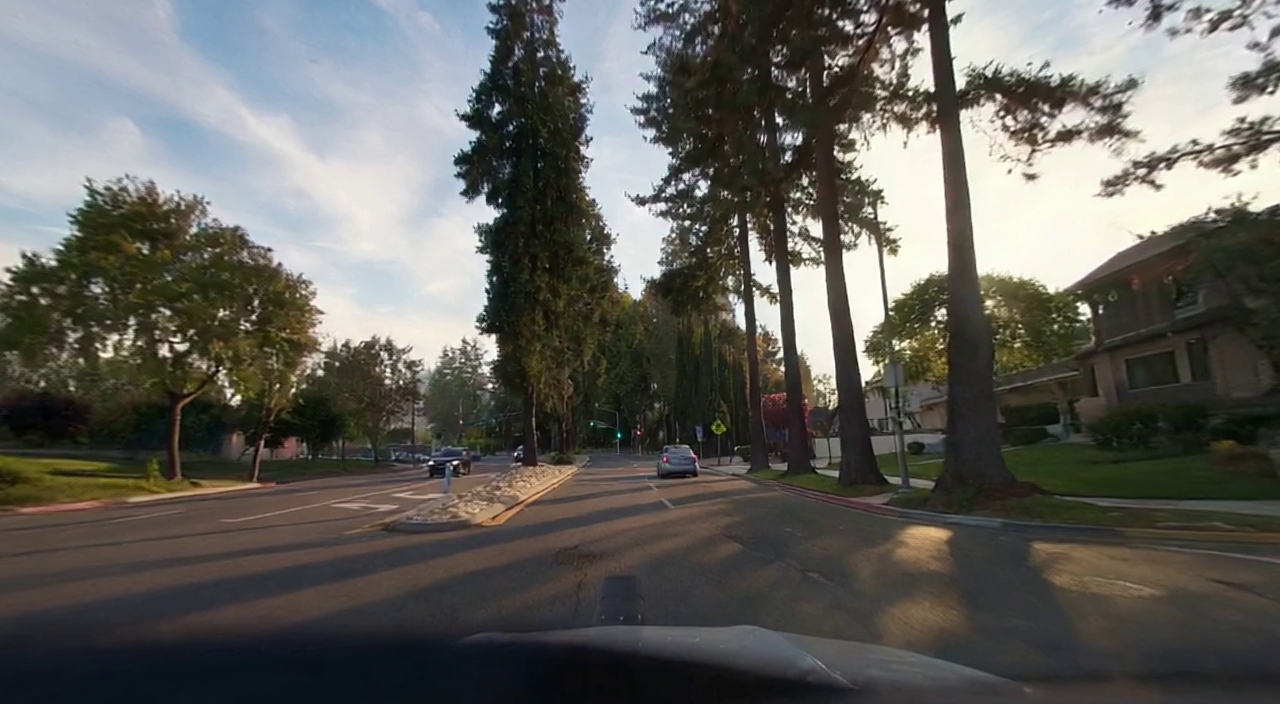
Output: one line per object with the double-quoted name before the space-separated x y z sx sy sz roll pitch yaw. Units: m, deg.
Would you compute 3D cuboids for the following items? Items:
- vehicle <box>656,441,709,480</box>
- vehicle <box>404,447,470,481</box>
"vehicle" 1.933 5.137 30.198 1.990 1.707 4.225 0 -9 -3
"vehicle" -9.520 5.264 29.975 1.886 1.485 3.913 0 -9 -2
